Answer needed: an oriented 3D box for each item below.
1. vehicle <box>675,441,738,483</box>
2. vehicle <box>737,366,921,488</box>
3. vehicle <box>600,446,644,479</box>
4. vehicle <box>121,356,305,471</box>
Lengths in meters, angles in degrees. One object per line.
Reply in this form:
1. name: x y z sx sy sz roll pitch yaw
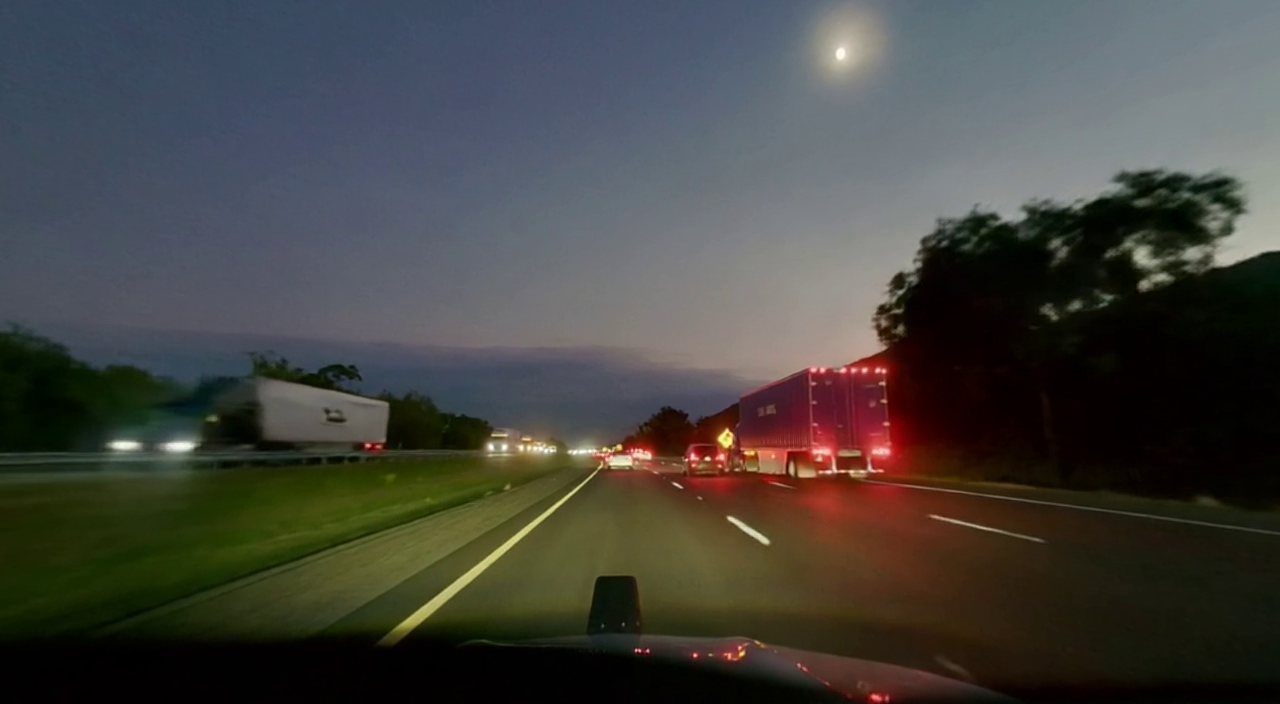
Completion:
1. vehicle: 2.720 4.638 26.687 2.013 1.623 3.916 0 -9 -3
2. vehicle: 7.259 3.535 27.744 2.965 3.990 14.227 1 -9 -3
3. vehicle: -0.913 5.507 31.651 2.050 1.534 3.771 0 -9 -2
4. vehicle: -16.352 2.565 24.833 2.932 3.994 6.031 0 -9 -1
